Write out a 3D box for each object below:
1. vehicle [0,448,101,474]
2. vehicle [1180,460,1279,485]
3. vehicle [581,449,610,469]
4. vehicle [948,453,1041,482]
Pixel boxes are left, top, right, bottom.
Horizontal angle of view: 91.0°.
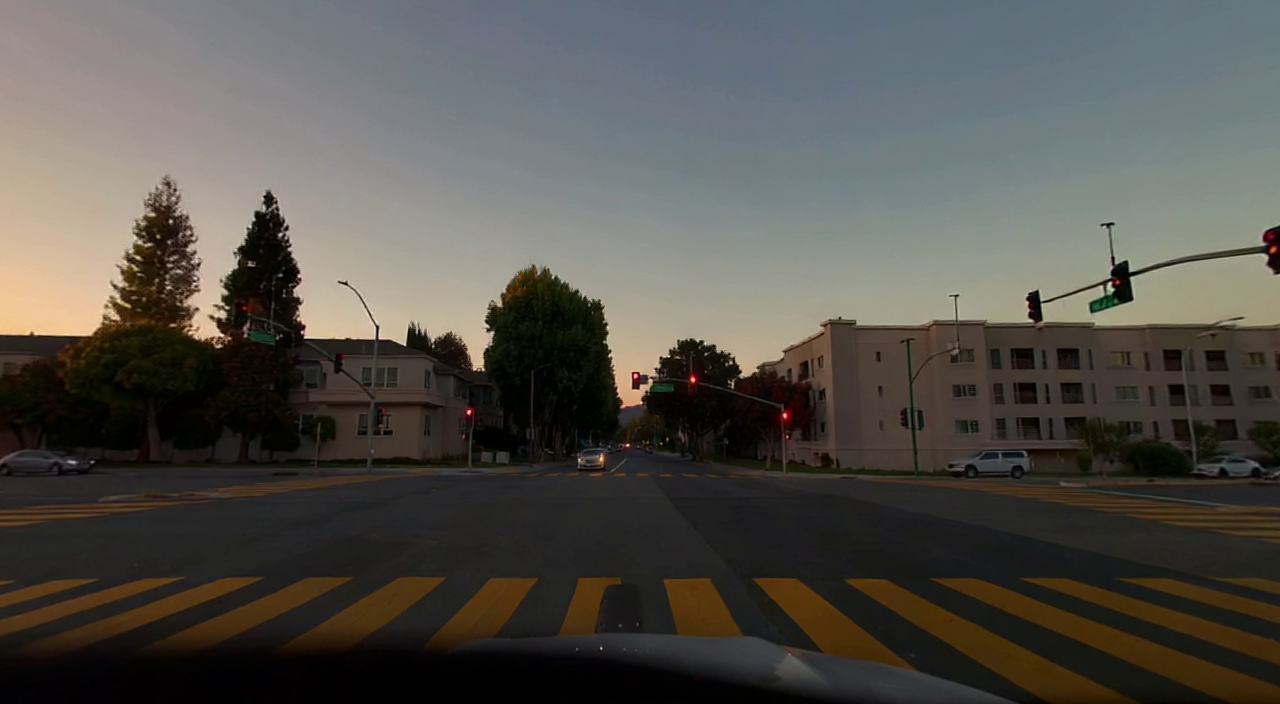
[{"bbox_3d":[-35.110,6.430,37.205,4.741,1.447,1.807,0,-9,0],"label":"vehicle"},{"bbox_3d":[36.246,7.310,38.281,4.976,1.428,1.929,0,-9,-2],"label":"vehicle"},{"bbox_3d":[-3.417,8.364,49.204,1.908,1.441,4.142,0,-8,1],"label":"vehicle"},{"bbox_3d":[21.121,6.867,37.580,4.447,1.623,1.801,0,-9,-3],"label":"vehicle"}]
